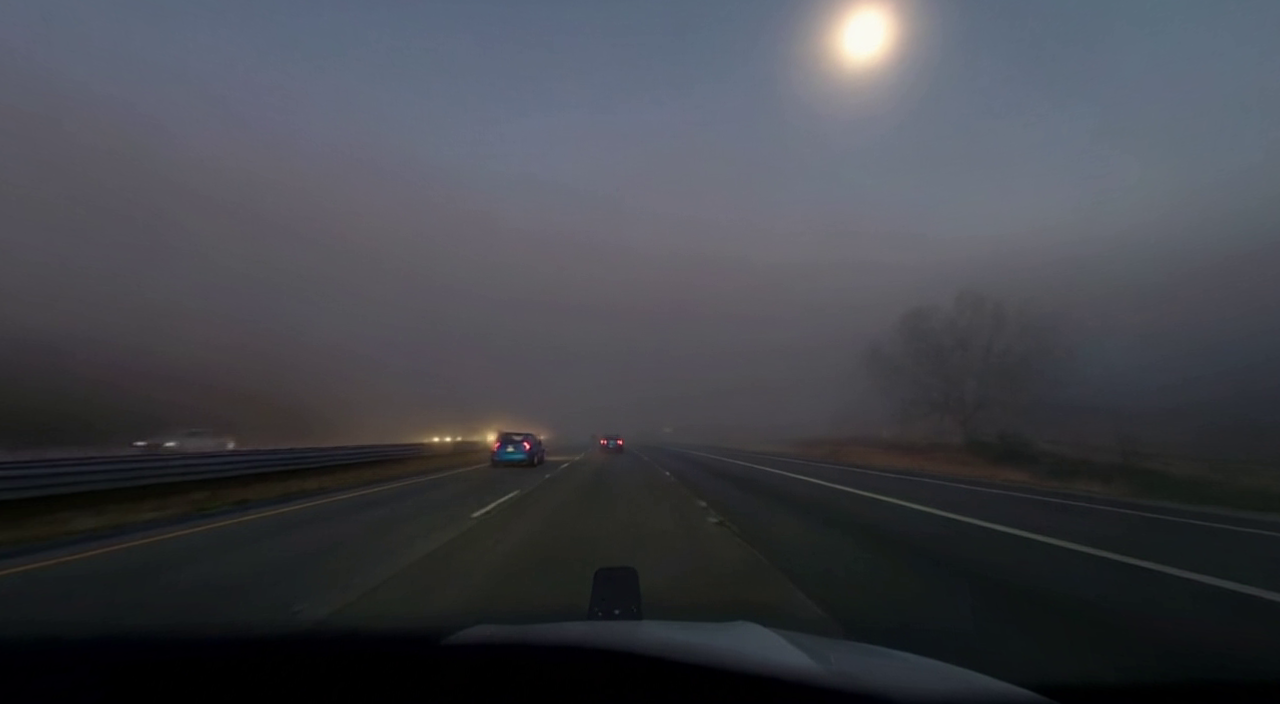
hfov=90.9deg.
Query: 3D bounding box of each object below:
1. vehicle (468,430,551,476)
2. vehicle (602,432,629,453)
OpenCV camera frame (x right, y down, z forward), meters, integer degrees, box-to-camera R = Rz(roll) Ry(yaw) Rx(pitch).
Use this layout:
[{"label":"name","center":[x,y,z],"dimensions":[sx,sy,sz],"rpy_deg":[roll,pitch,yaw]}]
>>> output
[{"label":"vehicle","center":[-4.785,3.766,23.912],"dimensions":[2.141,1.534,5.099],"rpy_deg":[0,-8,-1]},{"label":"vehicle","center":[-1.908,7.012,48.988],"dimensions":[1.997,1.589,4.179],"rpy_deg":[0,-8,-2]}]
